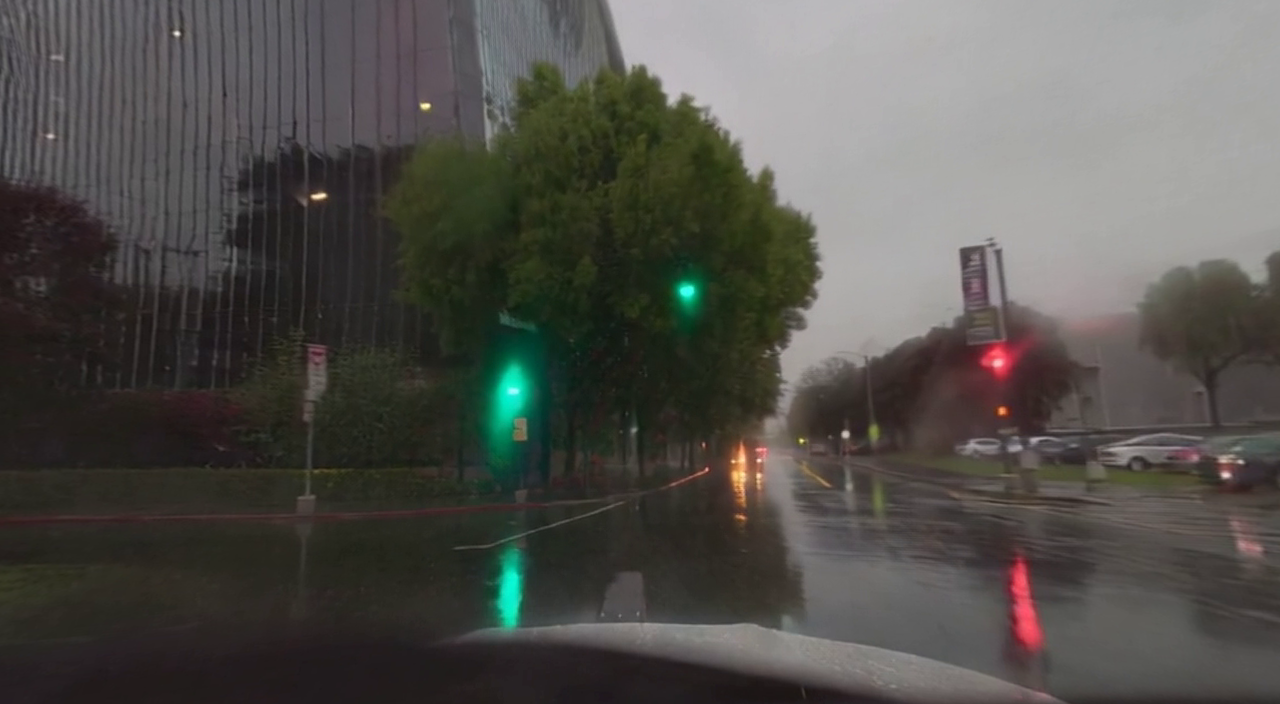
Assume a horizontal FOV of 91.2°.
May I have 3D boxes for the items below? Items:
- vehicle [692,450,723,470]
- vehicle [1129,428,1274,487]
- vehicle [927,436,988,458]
[{"bbox_3d":[5.383,8.512,49.530,1.964,1.497,3.674,-3,-9,13],"label":"vehicle"},{"bbox_3d":[16.521,3.063,18.399,4.295,1.508,1.955,5,-11,-33],"label":"vehicle"},{"bbox_3d":[22.103,6.631,43.696,3.426,1.405,1.553,-4,-8,12],"label":"vehicle"}]
